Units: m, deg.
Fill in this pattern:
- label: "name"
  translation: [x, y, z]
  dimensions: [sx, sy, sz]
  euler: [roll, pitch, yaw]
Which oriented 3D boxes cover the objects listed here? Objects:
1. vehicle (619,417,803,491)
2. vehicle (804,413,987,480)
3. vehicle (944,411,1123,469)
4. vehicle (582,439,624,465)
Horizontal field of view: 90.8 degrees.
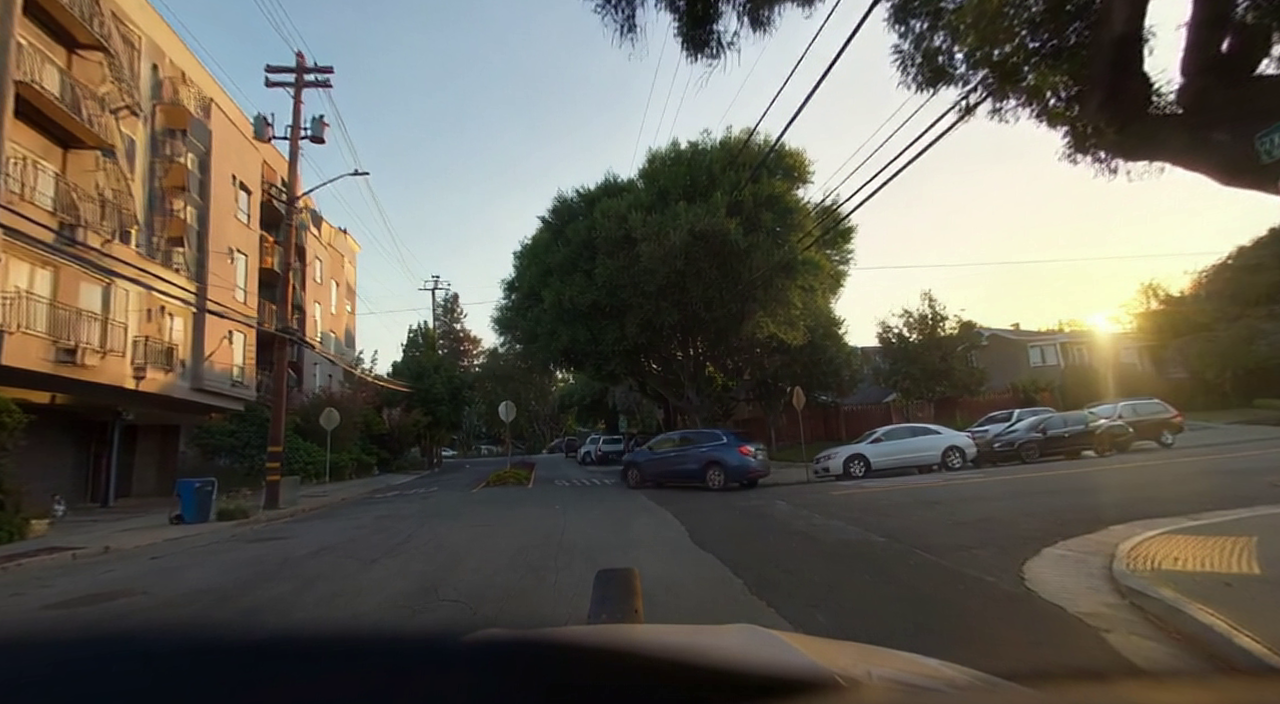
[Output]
- label: "vehicle"
  translation: [1.983, 2.932, 18.331]
  dimensions: [4.790, 1.872, 2.155]
  euler: [-6, -10, 33]
- label: "vehicle"
  translation: [7.907, 2.979, 19.775]
  dimensions: [4.877, 1.755, 1.918]
  euler: [-1, -11, -11]
- label: "vehicle"
  translation: [12.915, 2.913, 20.861]
  dimensions: [4.830, 1.490, 1.878]
  euler: [-2, -11, -11]
- label: "vehicle"
  translation: [-2.328, 6.158, 38.874]
  dimensions: [1.918, 1.475, 4.060]
  euler: [2, -9, -12]
